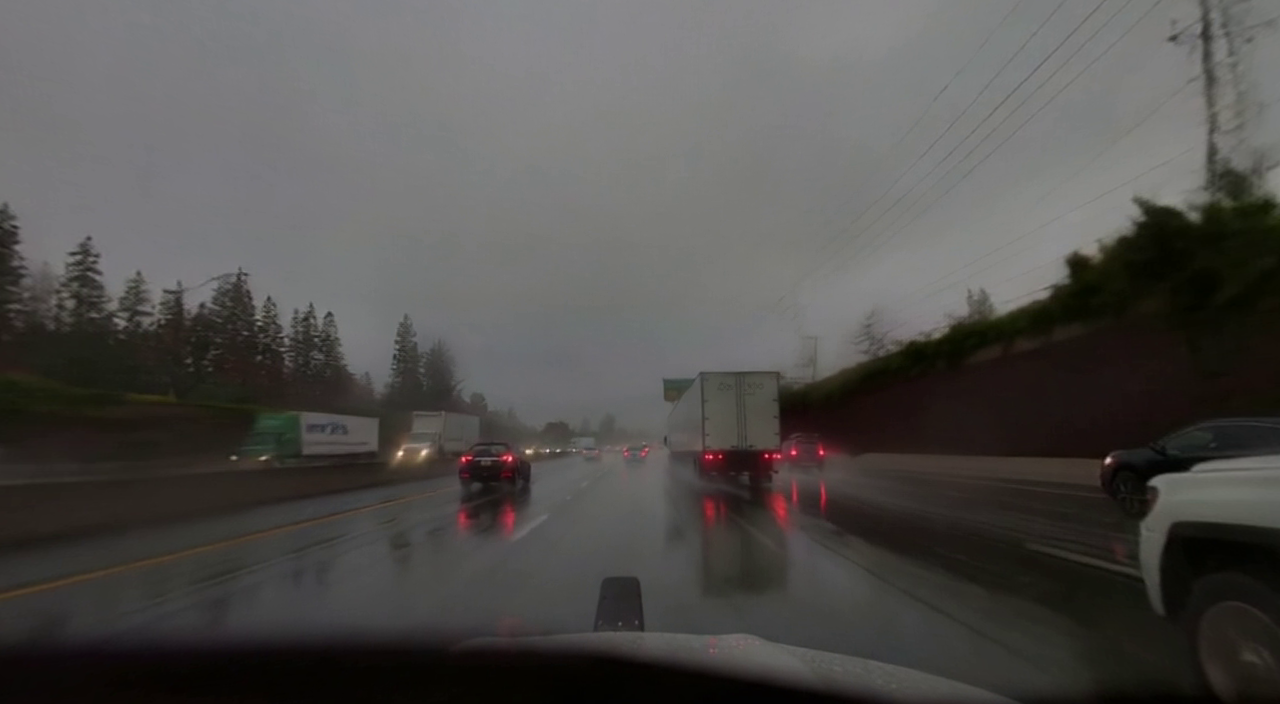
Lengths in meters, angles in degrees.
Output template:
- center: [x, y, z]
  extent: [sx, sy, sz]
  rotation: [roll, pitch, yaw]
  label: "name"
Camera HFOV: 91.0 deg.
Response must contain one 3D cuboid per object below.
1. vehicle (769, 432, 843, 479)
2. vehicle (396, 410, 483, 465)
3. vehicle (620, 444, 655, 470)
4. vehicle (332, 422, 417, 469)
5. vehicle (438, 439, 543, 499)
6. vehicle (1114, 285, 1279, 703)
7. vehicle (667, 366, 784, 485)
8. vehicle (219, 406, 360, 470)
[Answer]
- center: [7.411, 4.662, 28.600]
  extent: [2.079, 1.938, 4.630]
  rotation: [0, -8, 0]
  label: "vehicle"
- center: [-14.854, 6.525, 47.762]
  extent: [3.017, 3.713, 10.643]
  rotation: [0, -8, 0]
  label: "vehicle"
- center: [-0.120, 6.539, 39.459]
  extent: [2.047, 1.485, 3.938]
  rotation: [0, -8, 1]
  label: "vehicle"
- center: [-18.566, 6.610, 44.590]
  extent: [2.762, 3.012, 7.272]
  rotation: [0, -8, 0]
  label: "vehicle"
- center: [-4.088, 3.243, 17.907]
  extent: [1.968, 1.507, 3.829]
  rotation: [0, -8, 1]
  label: "vehicle"
- center: [3.285, 0.441, 0.333]
  extent: [2.132, 1.869, 4.978]
  rotation: [0, -8, 0]
  label: "vehicle"
- center: [3.261, 3.722, 29.797]
  extent: [2.907, 4.109, 16.177]
  rotation: [0, -9, -1]
  label: "vehicle"
- center: [-22.207, 5.655, 40.948]
  extent: [2.938, 3.573, 10.673]
  rotation: [0, -8, 0]
  label: "vehicle"
